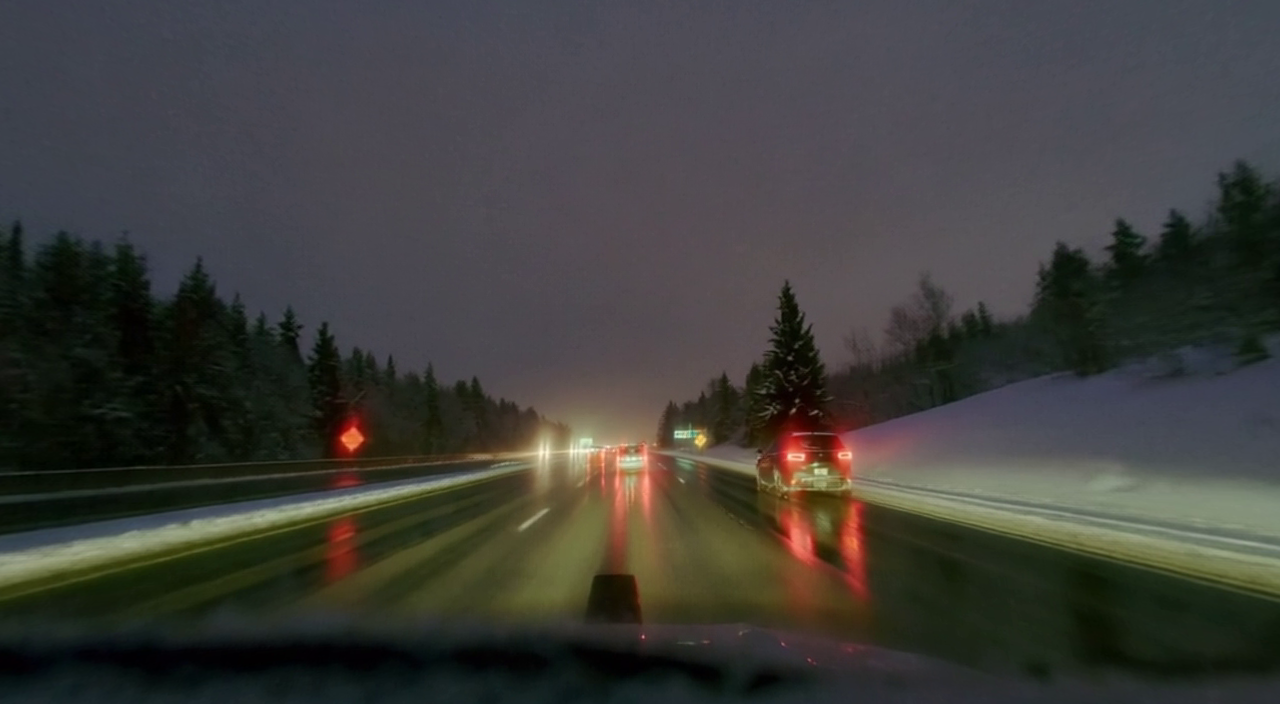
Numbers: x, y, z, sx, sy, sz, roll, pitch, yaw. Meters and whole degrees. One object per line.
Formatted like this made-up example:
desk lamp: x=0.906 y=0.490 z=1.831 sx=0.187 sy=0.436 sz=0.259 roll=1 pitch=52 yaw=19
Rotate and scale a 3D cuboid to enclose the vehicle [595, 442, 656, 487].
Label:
vehicle: x=-0.524 y=4.156 z=23.456 sx=2.066 sy=1.490 sz=3.759 roll=0 pitch=-9 yaw=-1
